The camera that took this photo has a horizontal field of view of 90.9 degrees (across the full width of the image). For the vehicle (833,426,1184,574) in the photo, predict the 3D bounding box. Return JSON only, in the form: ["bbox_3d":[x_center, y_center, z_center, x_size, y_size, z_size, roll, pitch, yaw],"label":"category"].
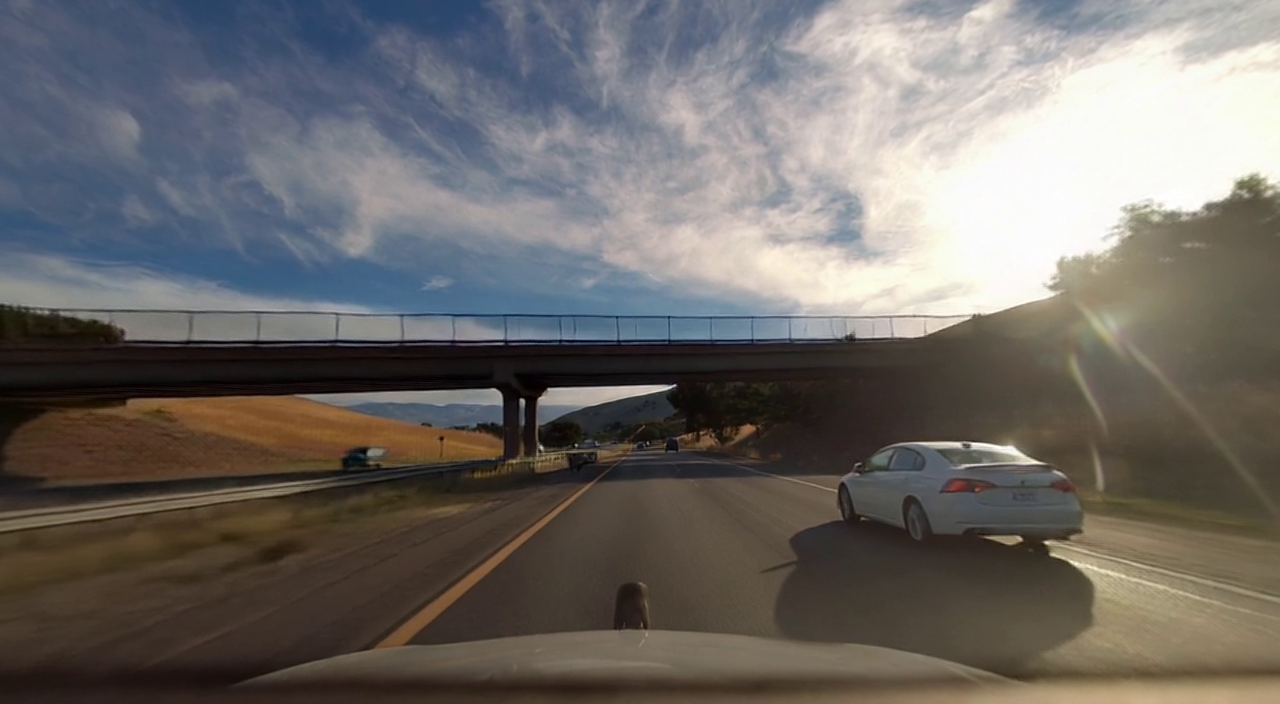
[{"bbox_3d":[4.519,1.862,8.877,2.027,1.487,4.718,0,-8,-1],"label":"vehicle"}]
